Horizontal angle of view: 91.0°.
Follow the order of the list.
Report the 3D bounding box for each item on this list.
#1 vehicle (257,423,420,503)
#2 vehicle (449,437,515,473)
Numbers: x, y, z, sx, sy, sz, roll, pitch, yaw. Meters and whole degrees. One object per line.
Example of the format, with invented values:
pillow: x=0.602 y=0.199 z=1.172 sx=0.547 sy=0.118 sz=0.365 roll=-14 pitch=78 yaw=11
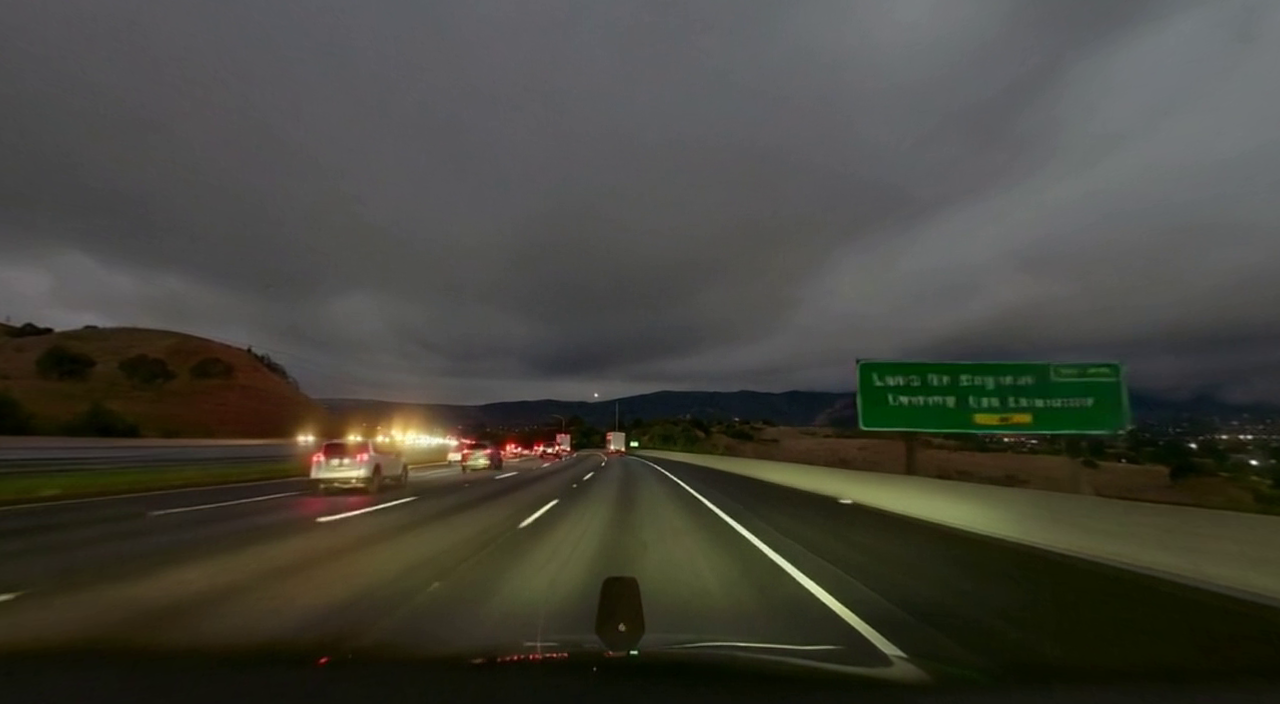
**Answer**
vehicle: x=-7.446 y=2.791 z=16.153 sx=2.081 sy=1.740 sz=4.268 roll=1 pitch=-9 yaw=-1
vehicle: x=-7.742 y=5.087 z=31.270 sx=2.099 sy=1.644 sz=4.638 roll=1 pitch=-9 yaw=-1
